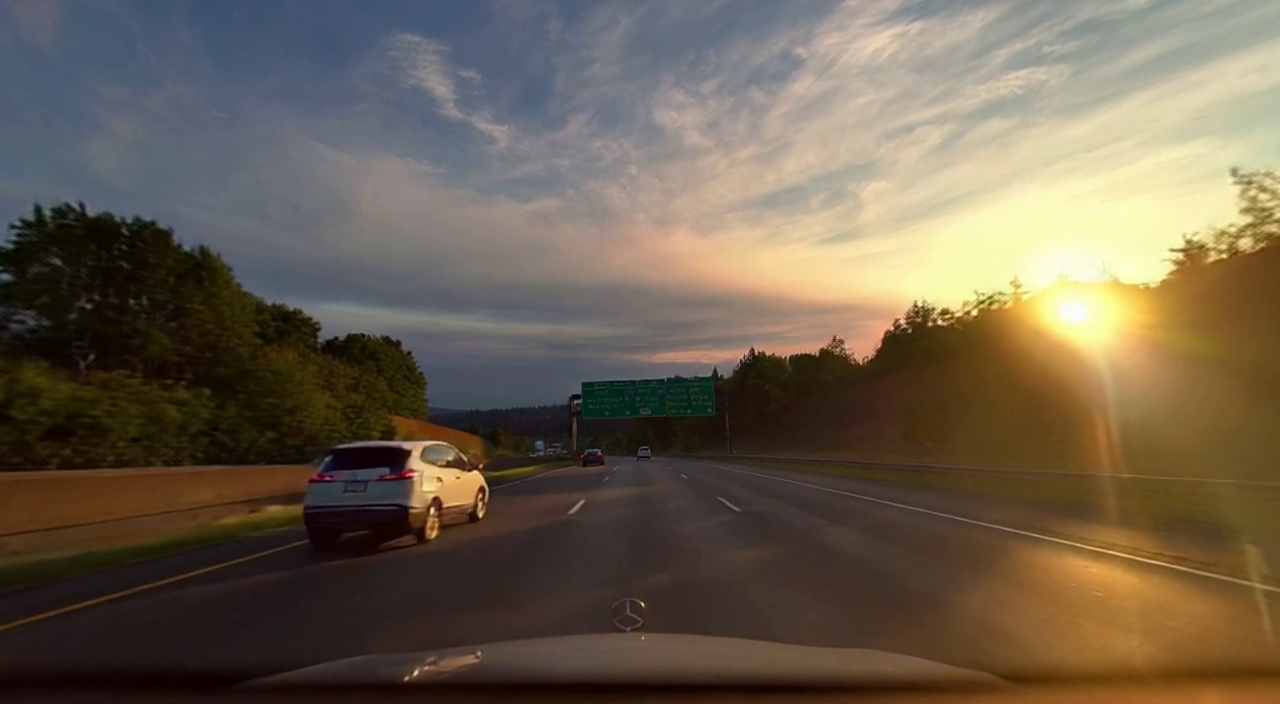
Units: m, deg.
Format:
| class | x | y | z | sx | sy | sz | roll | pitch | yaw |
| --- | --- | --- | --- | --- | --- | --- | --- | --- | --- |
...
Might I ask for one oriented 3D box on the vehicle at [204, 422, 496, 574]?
| class | x | y | z | sx | sy | sz | roll | pitch | yaw |
| --- | --- | --- | --- | --- | --- | --- | --- | --- | --- |
| vehicle | -3.587 | 1.900 | 8.969 | 2.028 | 1.584 | 4.481 | 0 | -9 | 0 |
